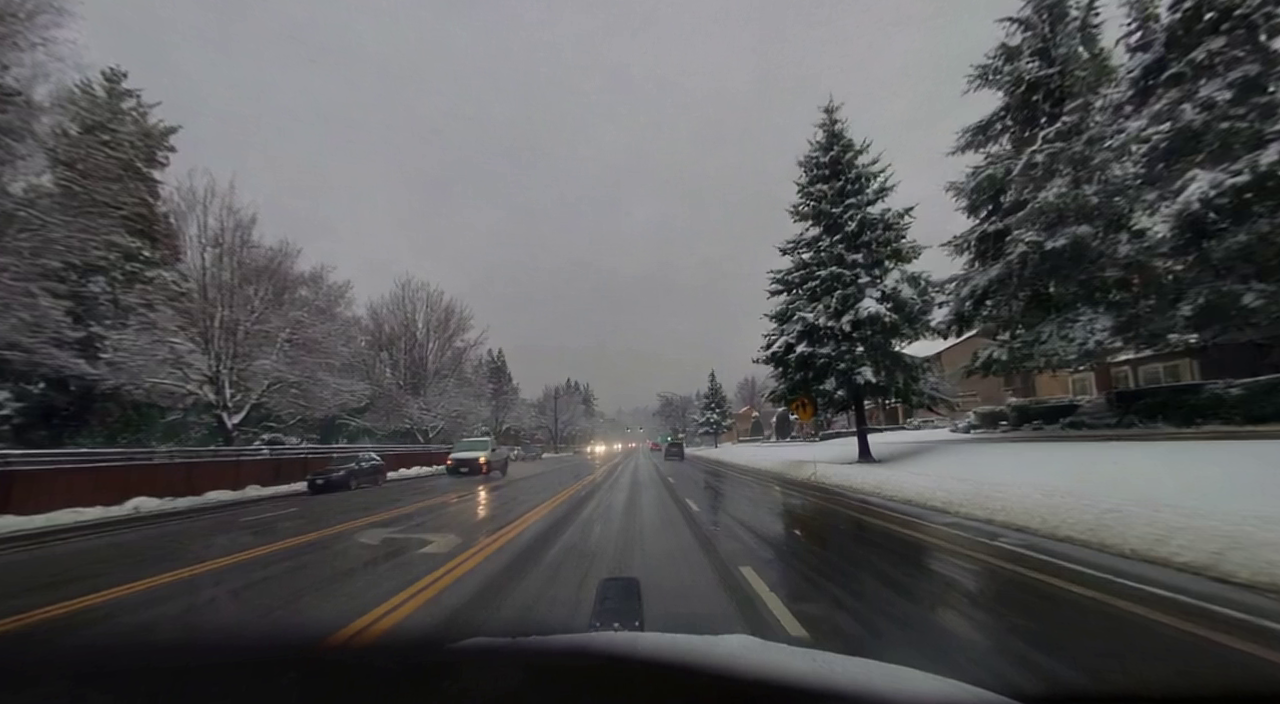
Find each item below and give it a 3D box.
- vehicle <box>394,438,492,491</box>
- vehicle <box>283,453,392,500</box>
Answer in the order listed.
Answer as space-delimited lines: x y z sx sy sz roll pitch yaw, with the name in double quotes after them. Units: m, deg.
-6.838 3.950 22.517 1.944 1.655 4.607 0 -9 1 "vehicle"
-12.042 4.963 25.607 1.977 1.678 4.694 0 -9 2 "vehicle"
